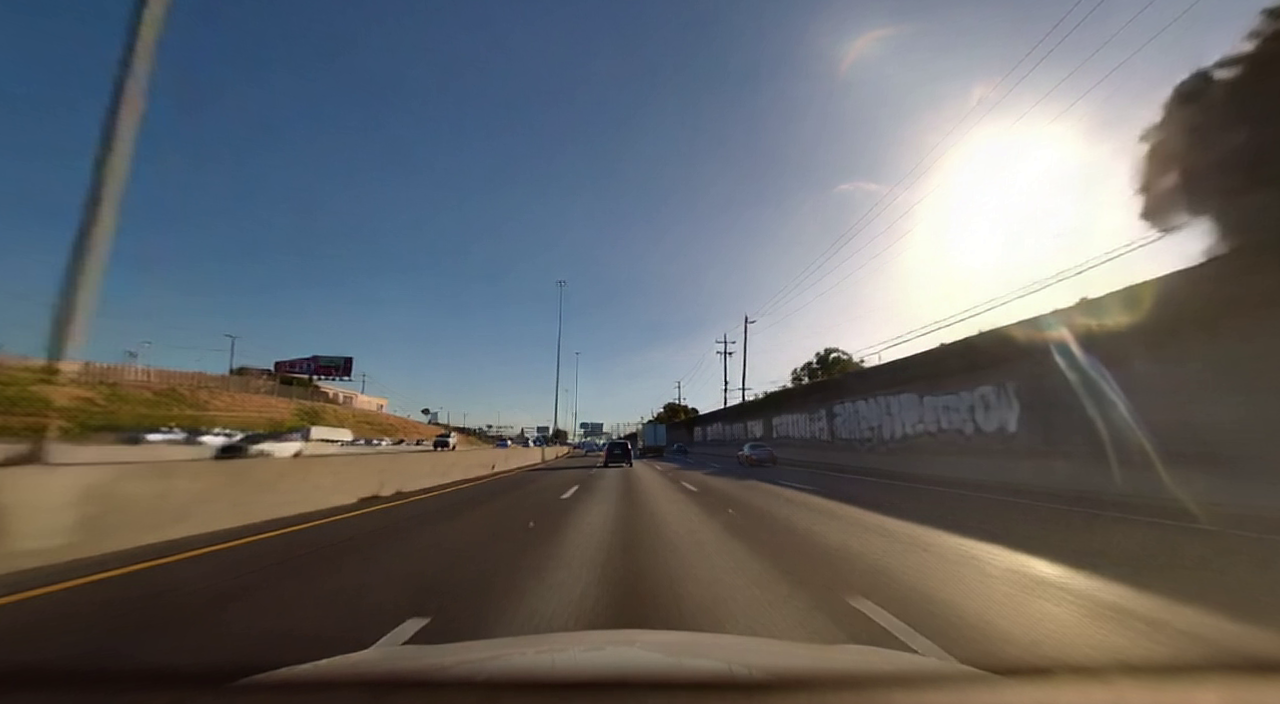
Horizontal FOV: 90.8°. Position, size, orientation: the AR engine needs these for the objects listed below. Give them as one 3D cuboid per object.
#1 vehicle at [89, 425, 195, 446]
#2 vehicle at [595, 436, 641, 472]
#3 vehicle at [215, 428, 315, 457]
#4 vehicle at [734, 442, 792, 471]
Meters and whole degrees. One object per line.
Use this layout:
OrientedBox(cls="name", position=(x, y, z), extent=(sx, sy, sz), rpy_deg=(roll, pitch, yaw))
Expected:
OrientedBox(cls="vehicle", position=(-30.761, 5.245, 39.236), extent=(4.754, 1.232, 2.178), rpy_deg=(4, -10, -26))
OrientedBox(cls="vehicle", position=(-1.078, 5.140, 31.901), extent=(2.191, 1.685, 3.353), rpy_deg=(0, -9, -2))
OrientedBox(cls="vehicle", position=(-17.641, 4.332, 30.029), extent=(1.950, 1.247, 4.667), rpy_deg=(0, -9, -1))
OrientedBox(cls="vehicle", position=(6.642, 5.684, 34.559), extent=(2.018, 1.451, 4.762), rpy_deg=(0, -9, -3))
